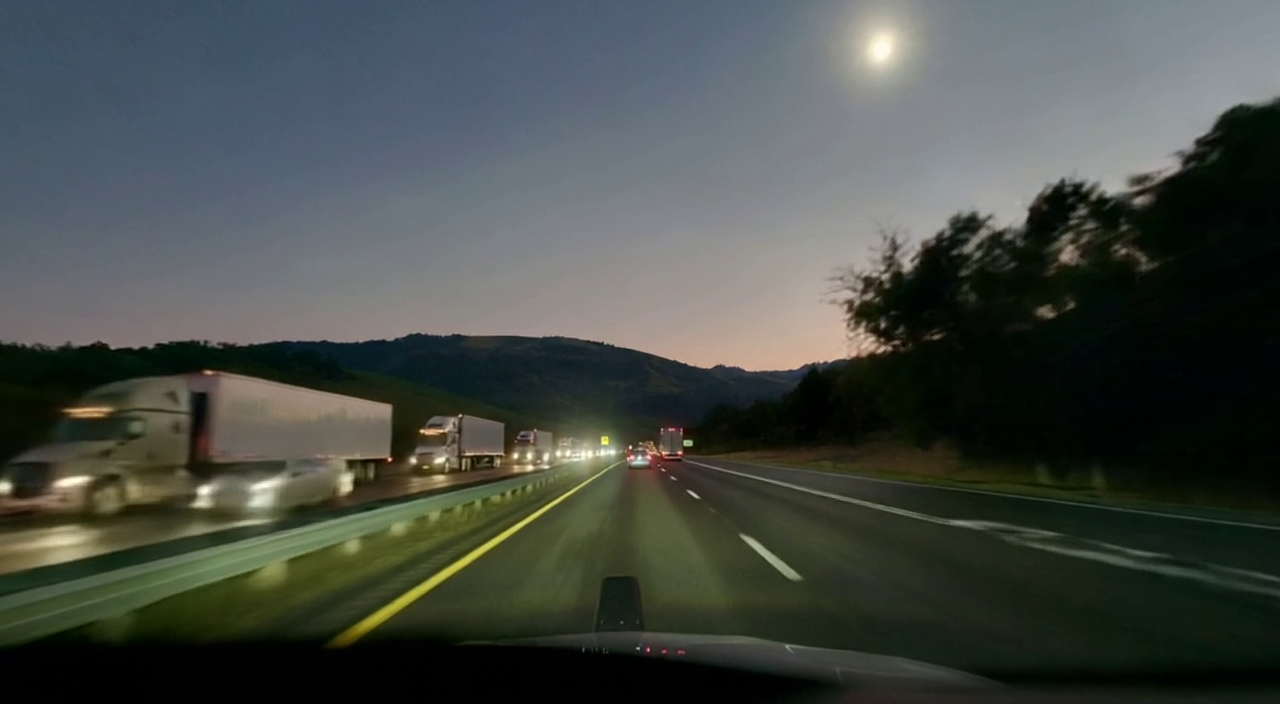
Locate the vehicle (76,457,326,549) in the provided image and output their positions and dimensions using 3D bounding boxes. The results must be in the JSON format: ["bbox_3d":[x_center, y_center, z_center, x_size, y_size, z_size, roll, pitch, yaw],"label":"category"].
[{"bbox_3d":[-8.461,2.896,12.811,1.911,1.442,4.392,0,-9,0],"label":"vehicle"}]

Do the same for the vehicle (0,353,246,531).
[{"bbox_3d":[-14.295,2.444,17.205,2.937,3.963,5.873,-1,-9,3],"label":"vehicle"}]

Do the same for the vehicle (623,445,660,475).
[{"bbox_3d":[0.073,6.494,38.303,2.137,1.689,4.051,0,-9,-1],"label":"vehicle"}]

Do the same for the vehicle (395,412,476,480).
[{"bbox_3d":[-12.790,5.979,40.182,3.002,3.963,6.351,0,-9,-1],"label":"vehicle"}]
